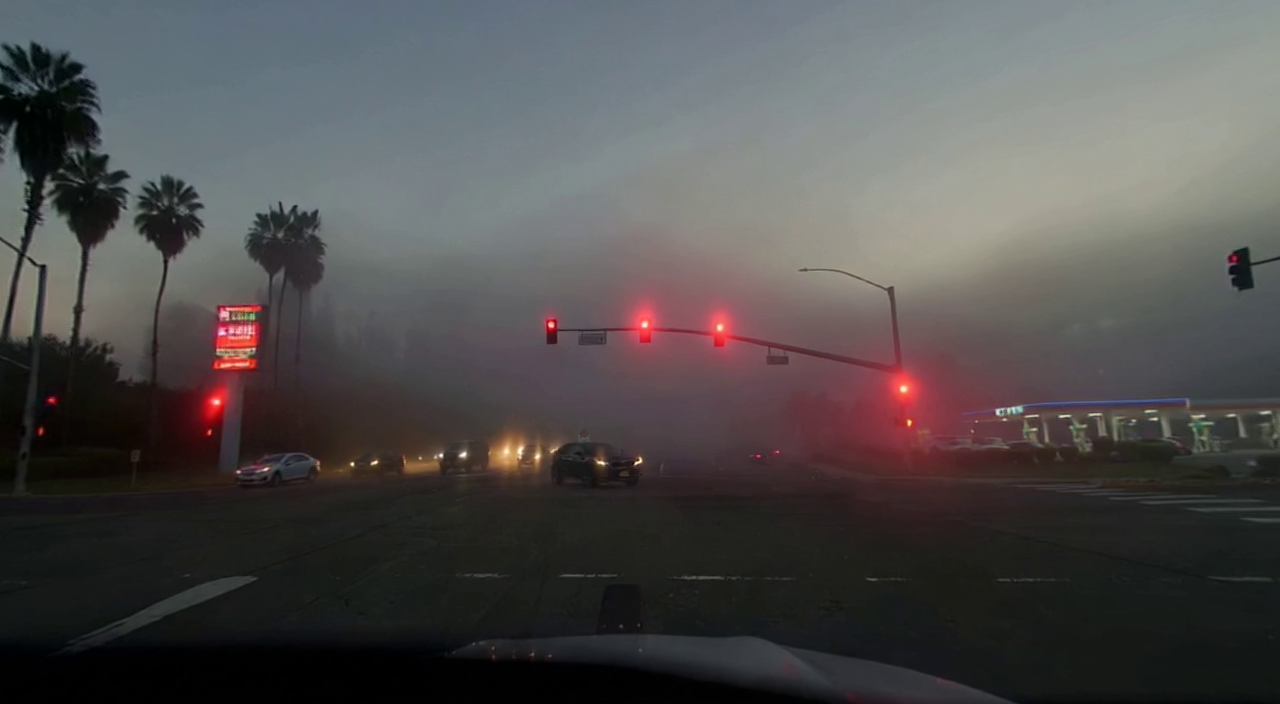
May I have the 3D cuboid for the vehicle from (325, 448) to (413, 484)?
[{"bbox_3d":[-11.930,5.012,28.201,1.966,1.455,4.493,0,-9,0],"label":"vehicle"}]

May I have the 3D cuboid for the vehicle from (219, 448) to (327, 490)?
[{"bbox_3d":[-15.291,4.859,26.643,1.956,1.611,4.359,0,-9,0],"label":"vehicle"}]

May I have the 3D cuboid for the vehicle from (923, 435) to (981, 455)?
[{"bbox_3d":[22.529,6.758,45.666,3.356,1.395,1.559,0,-9,-1],"label":"vehicle"}]

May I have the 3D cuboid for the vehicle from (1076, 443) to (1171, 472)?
[{"bbox_3d":[24.255,5.292,31.745,3.474,1.376,1.538,0,-9,-2],"label":"vehicle"}]

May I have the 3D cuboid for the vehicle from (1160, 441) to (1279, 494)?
[{"bbox_3d":[18.815,3.407,18.820,5.015,1.446,1.862,0,-9,-3],"label":"vehicle"}]

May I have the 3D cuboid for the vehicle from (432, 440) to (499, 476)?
[{"bbox_3d":[-8.663,5.307,31.831,2.156,1.662,4.186,0,-9,0],"label":"vehicle"}]

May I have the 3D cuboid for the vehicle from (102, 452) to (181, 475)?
[{"bbox_3d":[-35.248,7.879,44.836,1.886,1.523,4.581,0,-9,-1],"label":"vehicle"}]

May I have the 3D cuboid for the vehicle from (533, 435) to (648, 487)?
[{"bbox_3d":[-1.927,3.879,22.843,2.138,1.651,4.938,5,-10,-31],"label":"vehicle"}]
